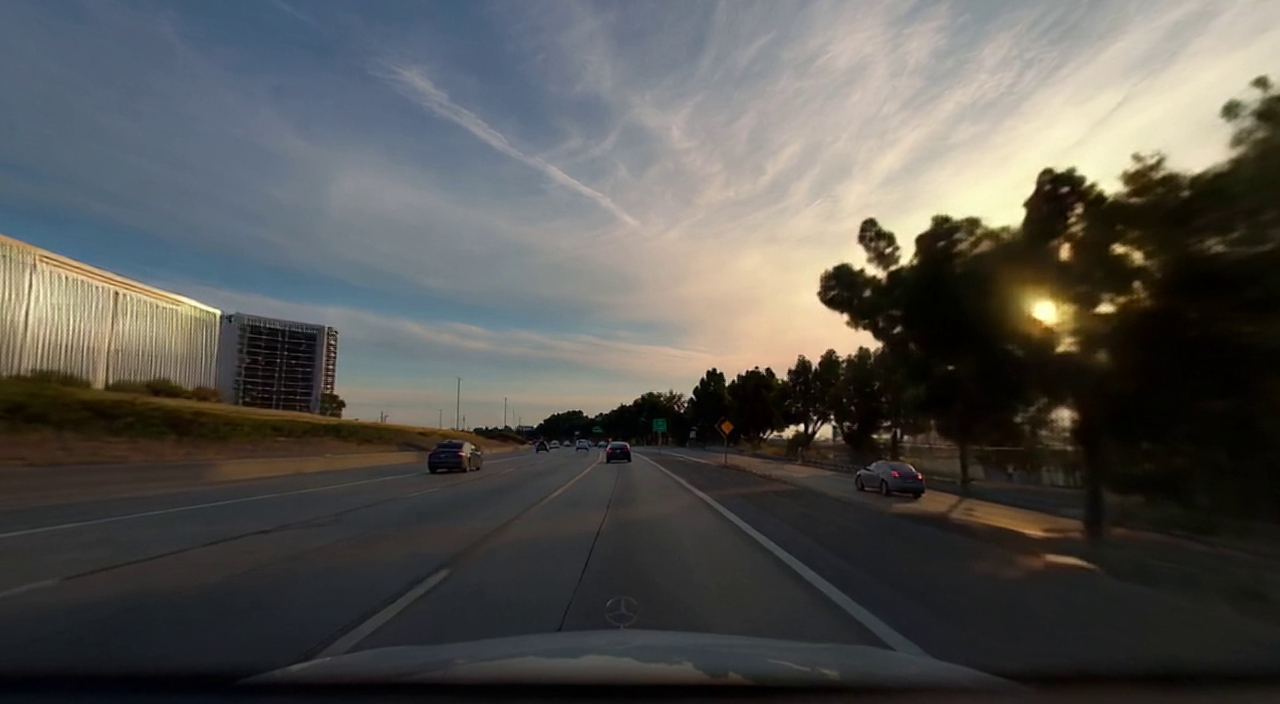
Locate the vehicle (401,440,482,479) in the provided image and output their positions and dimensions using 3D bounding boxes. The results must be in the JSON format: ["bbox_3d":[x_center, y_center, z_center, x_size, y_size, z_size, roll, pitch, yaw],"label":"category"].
[{"bbox_3d":[-8.119,4.418,26.266,2.009,1.454,4.250,0,-9,-1],"label":"vehicle"}]

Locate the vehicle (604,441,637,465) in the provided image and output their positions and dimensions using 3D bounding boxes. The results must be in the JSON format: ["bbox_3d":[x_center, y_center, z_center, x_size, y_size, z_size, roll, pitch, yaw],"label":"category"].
[{"bbox_3d":[-1.289,6.479,40.624,2.038,1.414,4.357,0,-9,-3],"label":"vehicle"}]

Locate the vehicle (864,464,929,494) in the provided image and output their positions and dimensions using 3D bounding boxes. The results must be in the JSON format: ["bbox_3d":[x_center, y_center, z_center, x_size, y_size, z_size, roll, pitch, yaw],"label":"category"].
[{"bbox_3d":[17.445,8.638,43.203,2.023,1.782,4.193,2,-9,-12],"label":"vehicle"}]
